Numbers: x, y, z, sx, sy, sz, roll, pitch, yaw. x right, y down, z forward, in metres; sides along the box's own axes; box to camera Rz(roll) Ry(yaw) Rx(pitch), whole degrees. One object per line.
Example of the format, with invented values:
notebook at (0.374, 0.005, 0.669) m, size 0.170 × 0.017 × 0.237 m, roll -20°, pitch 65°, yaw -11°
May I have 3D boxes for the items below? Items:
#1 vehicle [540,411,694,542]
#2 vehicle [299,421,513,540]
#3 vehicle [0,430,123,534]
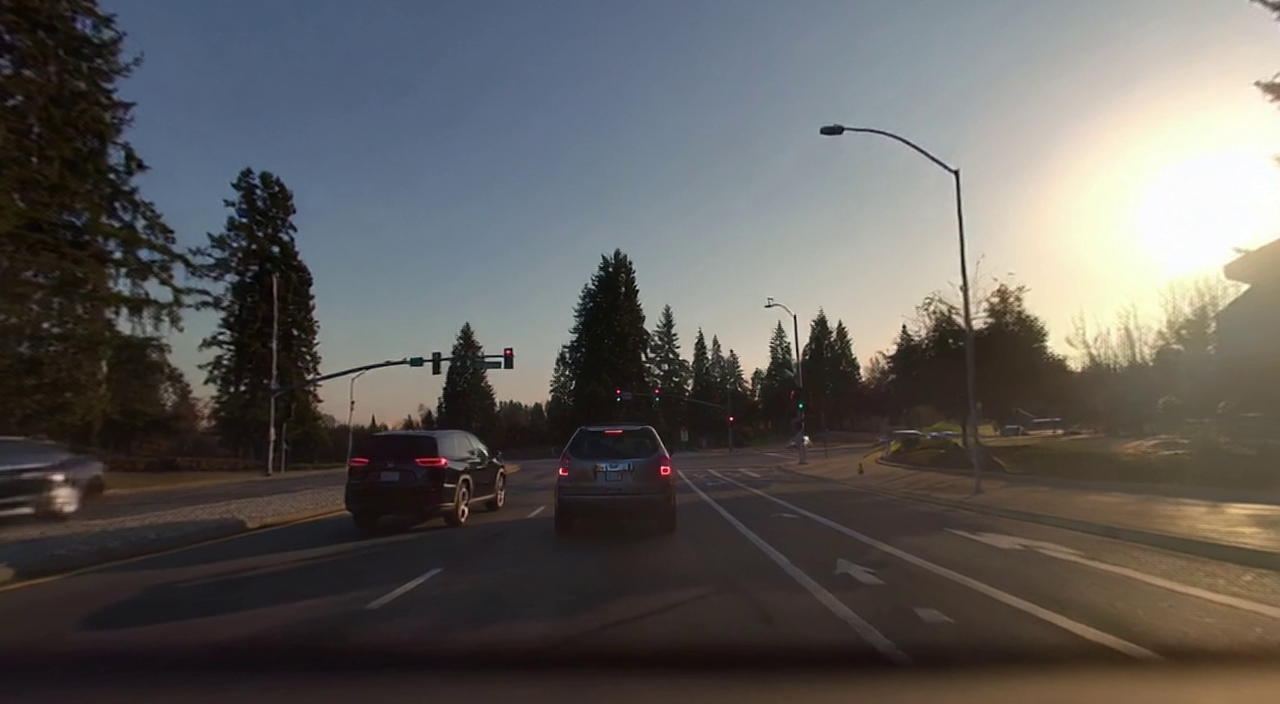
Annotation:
vehicle at (-0.278, 2.079, 11.313) m, size 2.131 × 1.793 × 5.016 m, roll 0°, pitch -8°, yaw 1°
vehicle at (-3.797, 2.150, 11.282) m, size 2.009 × 1.673 × 4.454 m, roll 0°, pitch -8°, yaw 1°
vehicle at (-11.264, 2.082, 10.114) m, size 2.070 × 1.635 × 4.559 m, roll 0°, pitch -8°, yaw 0°
